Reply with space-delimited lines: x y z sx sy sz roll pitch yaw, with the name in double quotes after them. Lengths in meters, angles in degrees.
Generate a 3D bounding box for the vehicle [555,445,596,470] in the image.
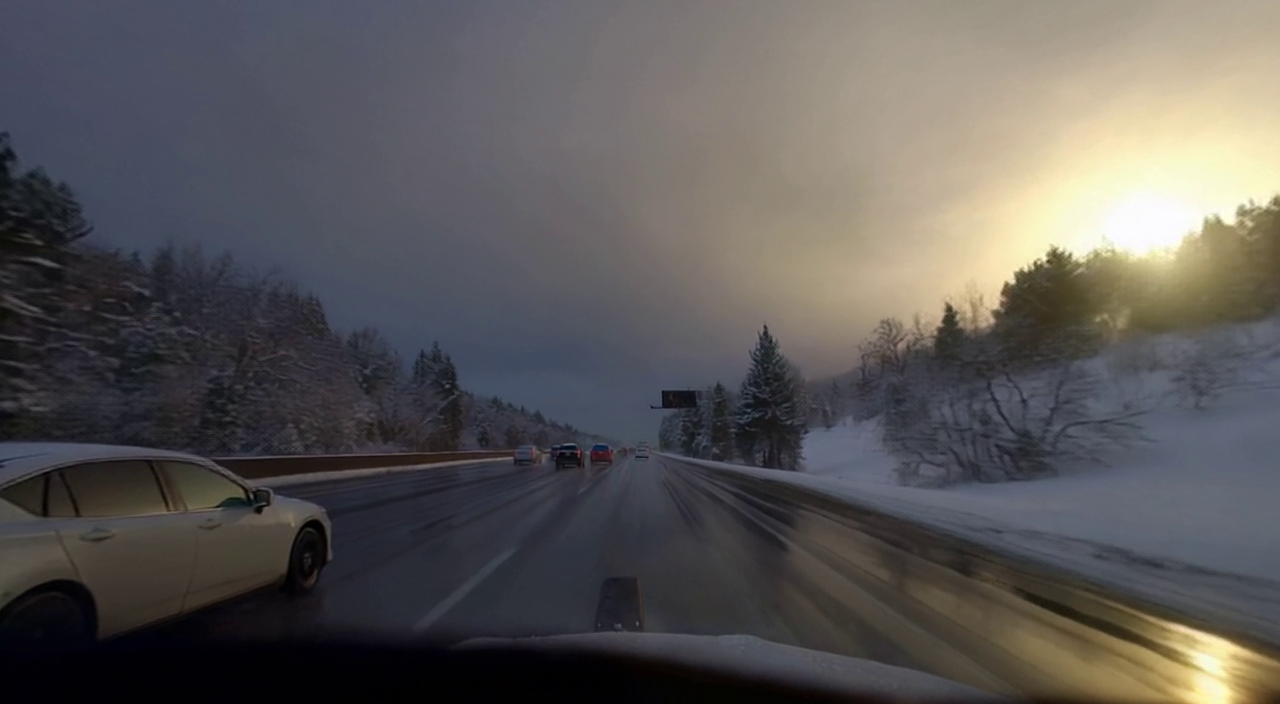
-4.017 6.658 39.957 2.120 1.458 4.031 0 -9 1 "vehicle"

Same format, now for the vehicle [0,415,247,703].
-3.895 0.963 2.337 1.965 1.485 4.460 0 -9 0 "vehicle"
